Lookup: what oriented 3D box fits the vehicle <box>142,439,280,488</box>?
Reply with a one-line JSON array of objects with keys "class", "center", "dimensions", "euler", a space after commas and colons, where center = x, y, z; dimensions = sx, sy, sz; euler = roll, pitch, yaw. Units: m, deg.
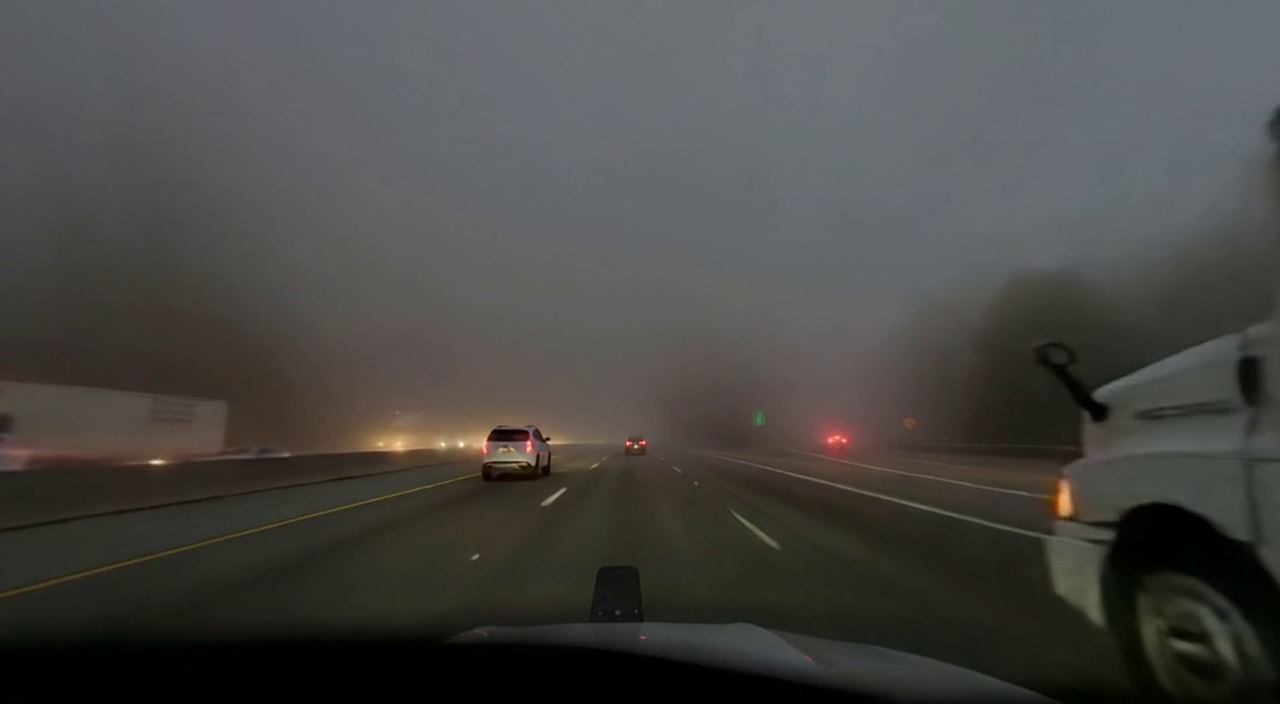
[{"class": "vehicle", "center": [-16.108, 4.169, 23.989], "dimensions": [2.010, 1.631, 4.625], "euler": [0, -8, 0]}]

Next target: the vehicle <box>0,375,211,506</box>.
[{"class": "vehicle", "center": [-19.354, 2.910, 20.656], "dimensions": [3.025, 3.610, 10.687], "euler": [0, -8, 0]}]

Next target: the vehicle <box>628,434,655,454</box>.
[{"class": "vehicle", "center": [0.063, 7.236, 49.549], "dimensions": [2.051, 1.528, 4.265], "euler": [0, -8, -1]}]

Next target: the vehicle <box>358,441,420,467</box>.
[{"class": "vehicle", "center": [-15.777, 6.406, 39.816], "dimensions": [2.020, 1.514, 4.549], "euler": [0, -8, 1]}]

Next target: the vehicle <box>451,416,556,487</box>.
[{"class": "vehicle", "center": [-3.947, 2.972, 19.154], "dimensions": [2.115, 1.887, 4.721], "euler": [0, -8, 0]}]
